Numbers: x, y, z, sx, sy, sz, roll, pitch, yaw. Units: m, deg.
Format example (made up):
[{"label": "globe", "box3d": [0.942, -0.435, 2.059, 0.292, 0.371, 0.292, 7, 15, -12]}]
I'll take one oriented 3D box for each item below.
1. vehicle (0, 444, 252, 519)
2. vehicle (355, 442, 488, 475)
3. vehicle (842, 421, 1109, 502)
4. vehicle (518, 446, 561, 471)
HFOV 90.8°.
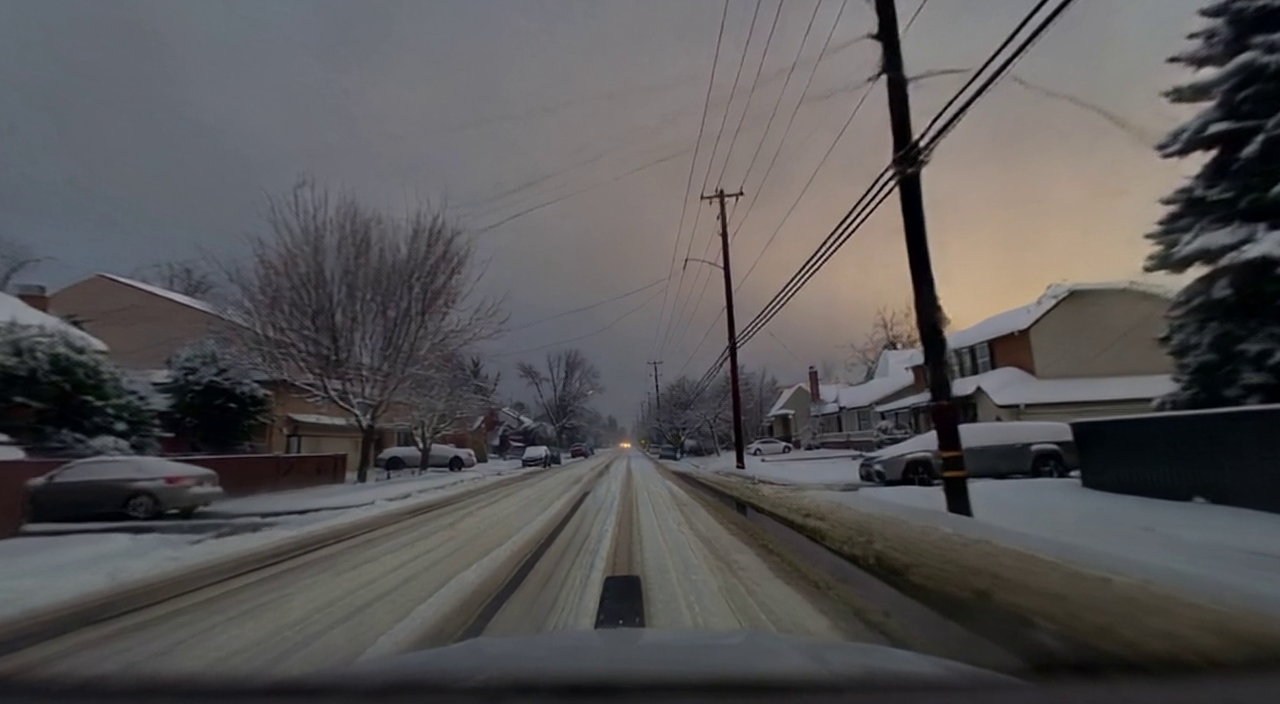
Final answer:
[{"label": "vehicle", "box3d": [-11.295, 2.757, 13.719, 4.371, 1.482, 1.954, 0, -9, -1]}, {"label": "vehicle", "box3d": [-12.295, 6.039, 35.974, 6.619, 1.759, 2.632, 0, -9, -2]}, {"label": "vehicle", "box3d": [8.964, 2.948, 17.419, 5.890, 1.896, 2.459, -2, -7, 1]}, {"label": "vehicle", "box3d": [-6.631, 7.062, 42.193, 2.208, 1.491, 5.089, 0, -8, -1]}]
